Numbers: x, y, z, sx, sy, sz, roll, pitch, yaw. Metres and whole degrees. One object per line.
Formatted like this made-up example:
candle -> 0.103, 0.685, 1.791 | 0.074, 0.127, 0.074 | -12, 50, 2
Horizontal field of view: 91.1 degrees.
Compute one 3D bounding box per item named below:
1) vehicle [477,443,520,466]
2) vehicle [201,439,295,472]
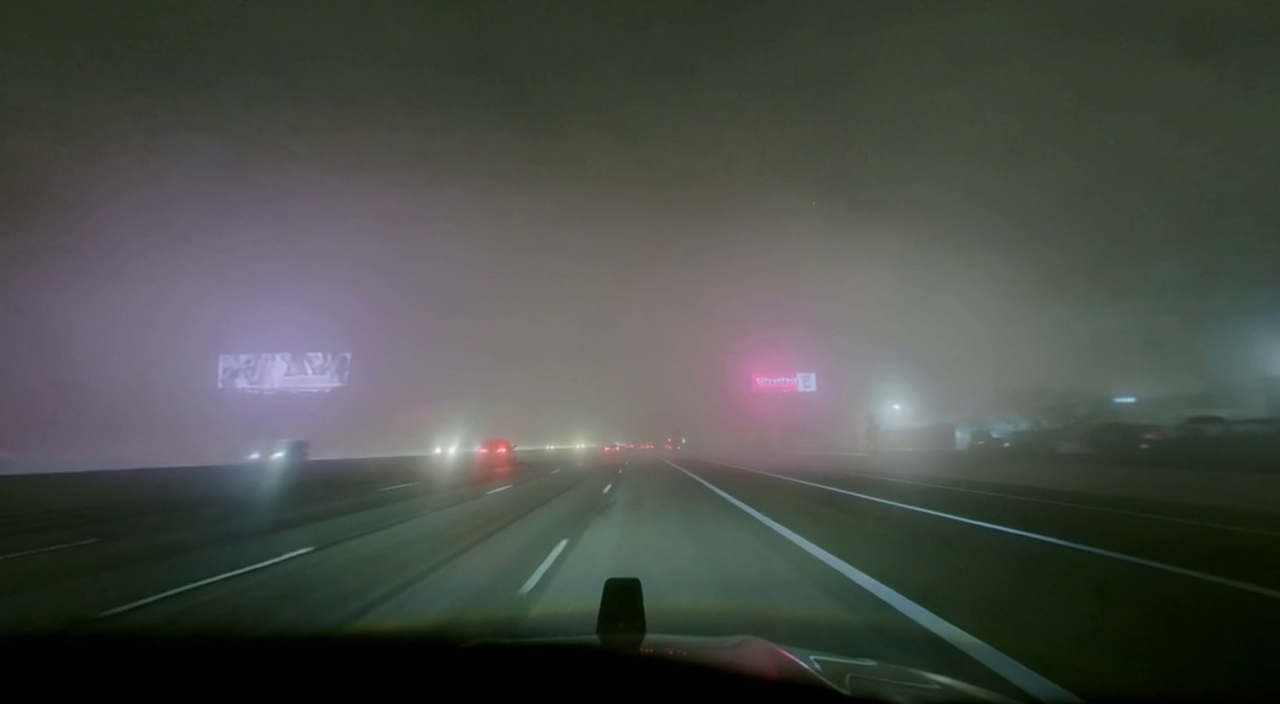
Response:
vehicle -> -10.099, 7.349, 45.154 | 1.974, 1.513, 4.584 | 0, -9, 0
vehicle -> -22.187, 5.865, 35.799 | 2.103, 1.768, 4.965 | 0, -9, 1
